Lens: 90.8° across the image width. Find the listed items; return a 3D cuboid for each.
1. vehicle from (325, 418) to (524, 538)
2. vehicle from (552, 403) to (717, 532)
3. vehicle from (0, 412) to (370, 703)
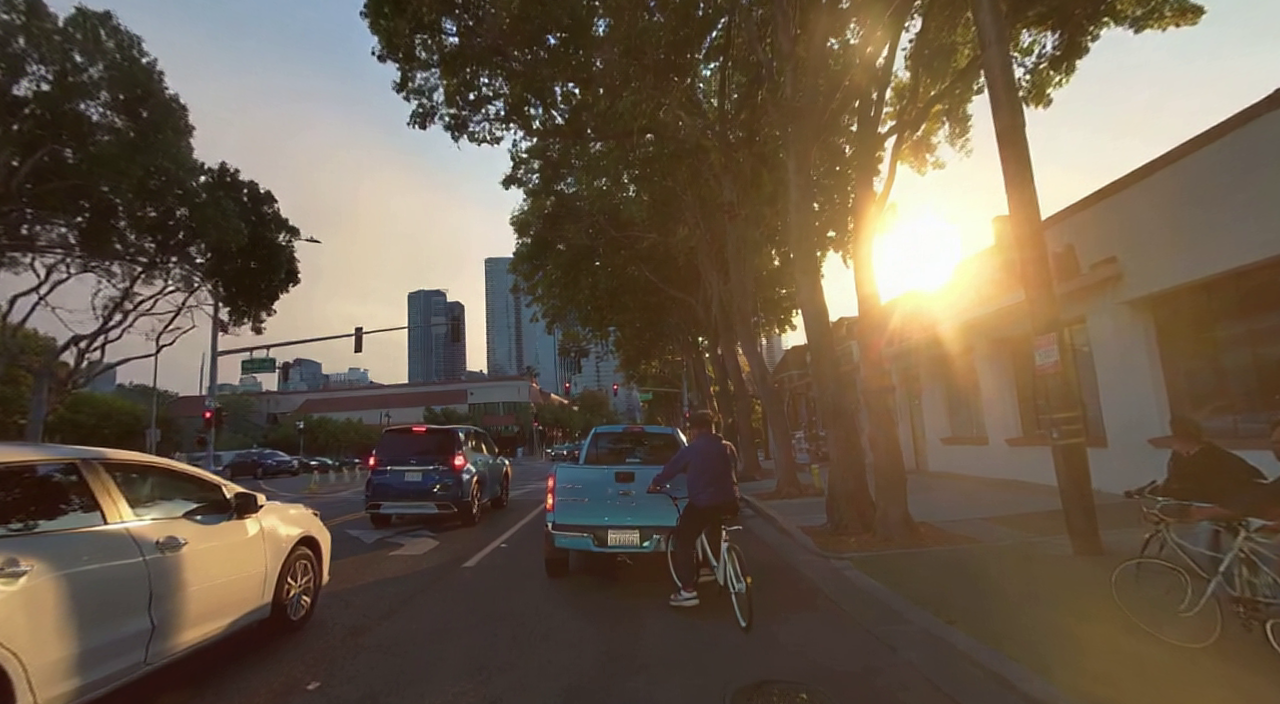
[{"bbox_3d":[-3.599,2.199,11.610,2.046,1.750,4.452,0,-9,0],"label":"vehicle"},{"bbox_3d":[-0.118,2.085,11.884,2.426,1.882,5.027,0,-9,-1],"label":"vehicle"},{"bbox_3d":[-3.557,1.170,3.690,2.064,1.486,4.140,0,-9,1],"label":"vehicle"}]
